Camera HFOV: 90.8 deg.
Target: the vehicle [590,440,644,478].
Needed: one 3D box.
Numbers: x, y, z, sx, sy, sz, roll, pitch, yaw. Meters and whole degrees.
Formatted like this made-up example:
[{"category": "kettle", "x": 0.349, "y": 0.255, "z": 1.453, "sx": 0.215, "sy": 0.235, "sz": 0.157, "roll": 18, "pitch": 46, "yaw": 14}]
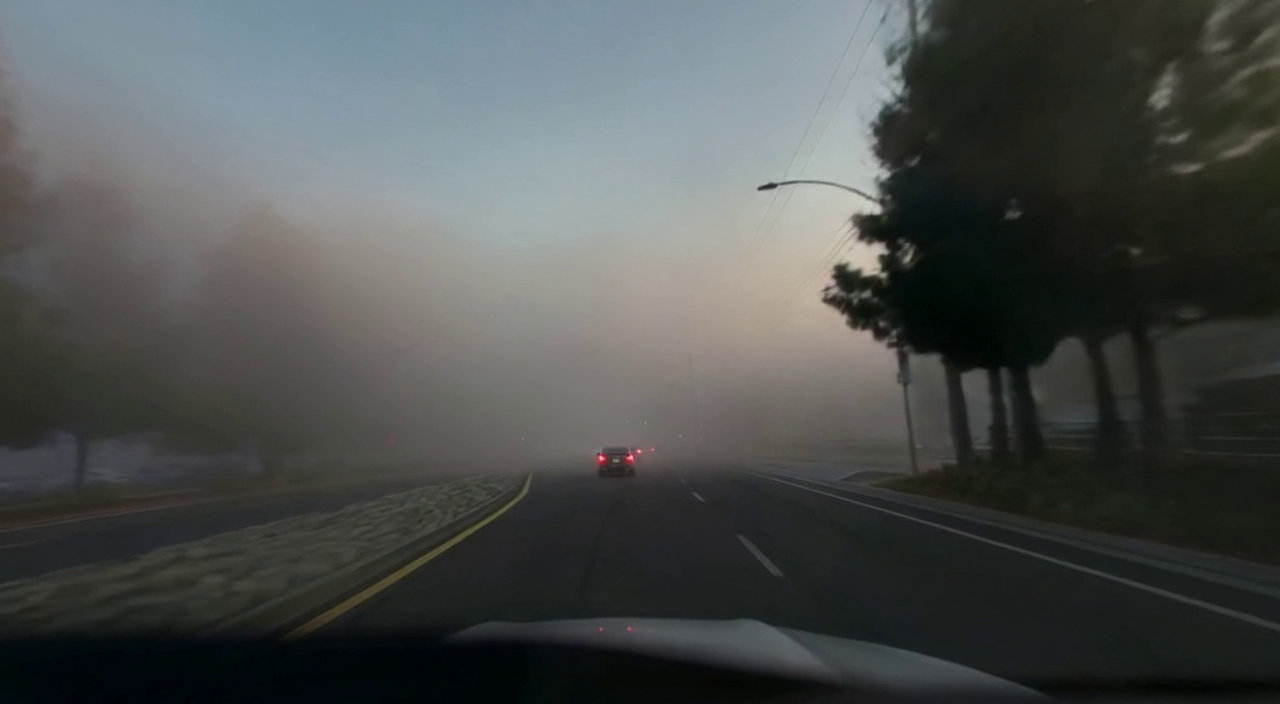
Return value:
[{"category": "vehicle", "x": -0.934, "y": 4.464, "z": 26.601, "sx": 2.075, "sy": 1.470, "sz": 3.962, "roll": 0, "pitch": -8, "yaw": -1}]
